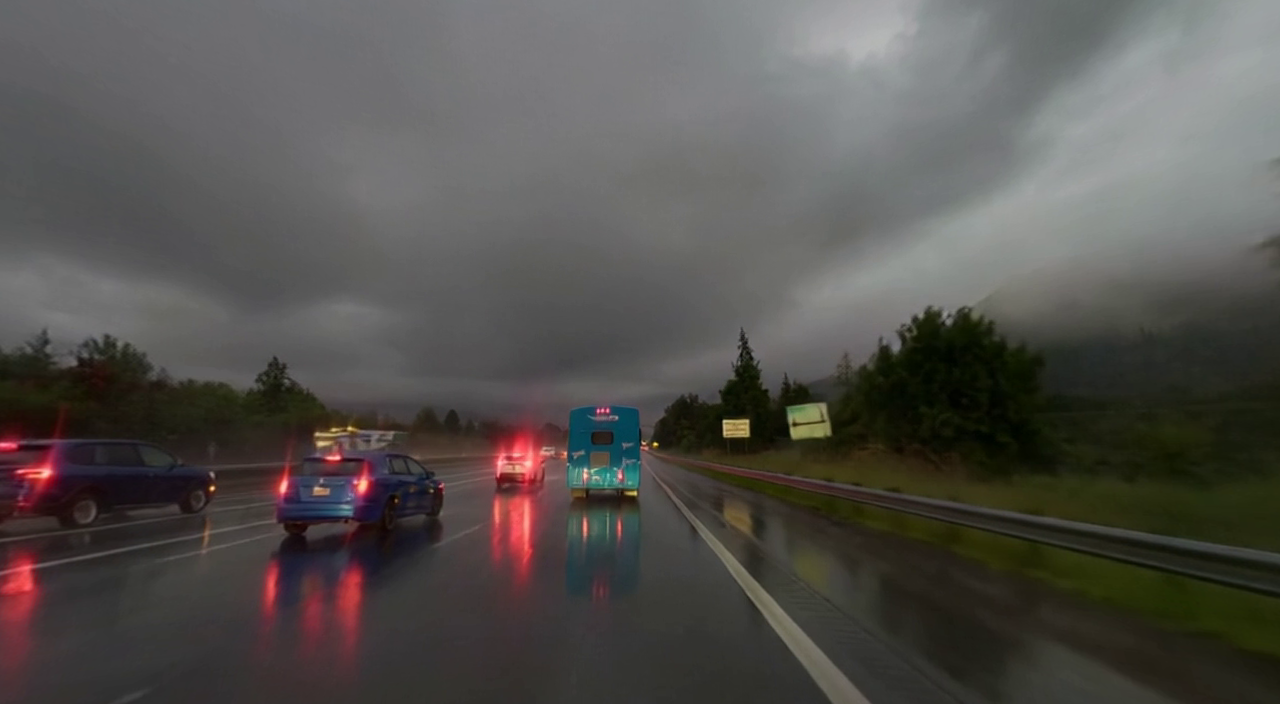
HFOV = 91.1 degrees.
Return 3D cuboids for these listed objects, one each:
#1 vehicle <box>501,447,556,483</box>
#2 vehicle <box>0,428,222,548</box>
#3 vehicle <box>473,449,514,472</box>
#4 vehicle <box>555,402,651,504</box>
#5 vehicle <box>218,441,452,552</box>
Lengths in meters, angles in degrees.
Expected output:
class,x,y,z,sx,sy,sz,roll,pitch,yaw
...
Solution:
class,x,y,z,sx,sy,sz,roll,pitch,yaw
vehicle,-4.975,5.093,28.572,1.872,1.480,3.545,0,-9,-1
vehicle,-9.599,2.185,10.711,2.010,1.621,4.252,0,-9,0
vehicle,-10.071,7.476,43.580,1.886,1.462,4.084,0,-9,-1
vehicle,-0.970,2.946,18.520,2.394,2.556,5.232,0,-9,-1
vehicle,-4.650,2.235,10.408,1.876,1.438,4.072,0,-9,-1
